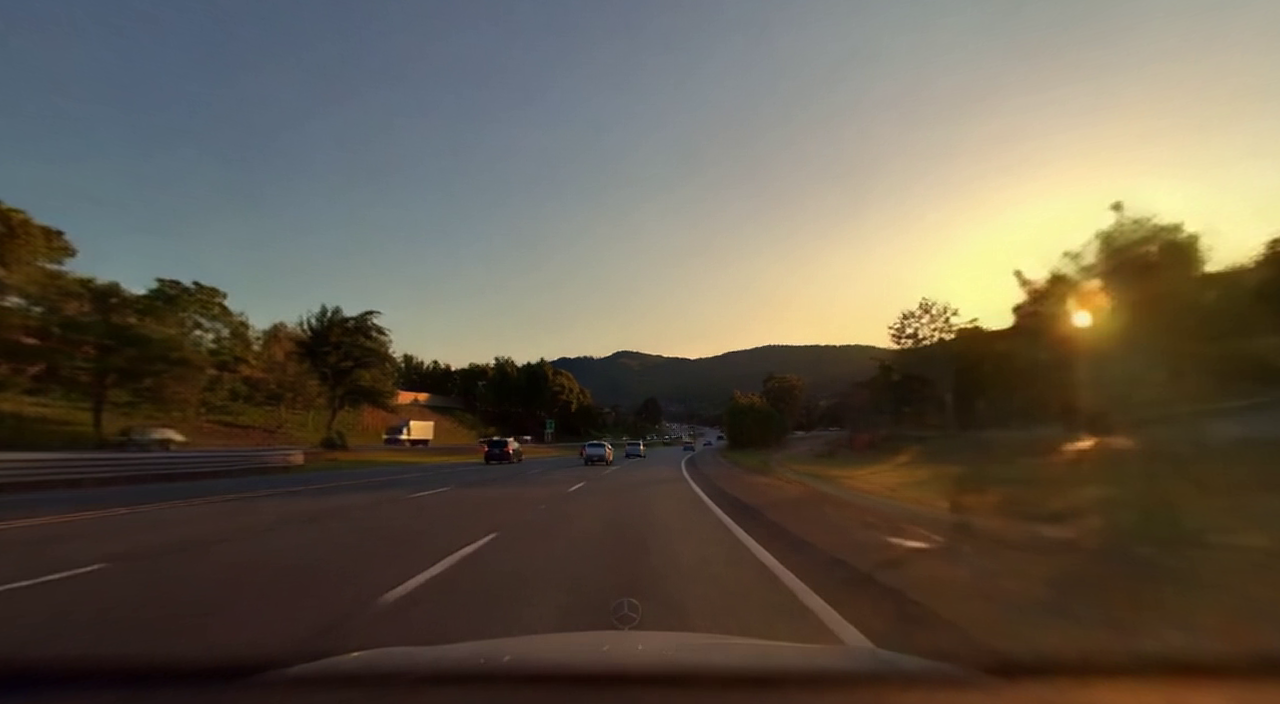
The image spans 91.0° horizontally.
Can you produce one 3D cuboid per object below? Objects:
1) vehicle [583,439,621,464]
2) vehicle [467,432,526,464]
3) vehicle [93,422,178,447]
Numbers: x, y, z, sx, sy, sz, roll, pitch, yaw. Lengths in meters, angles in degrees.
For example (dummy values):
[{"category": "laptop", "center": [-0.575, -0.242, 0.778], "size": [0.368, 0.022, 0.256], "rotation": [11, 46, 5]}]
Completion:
[{"category": "vehicle", "center": [-2.585, 6.932, 43.968], "size": [2.035, 1.673, 4.469], "rotation": [0, -9, 4]}, {"category": "vehicle", "center": [-9.490, 6.430, 42.207], "size": [2.264, 1.980, 5.574], "rotation": [0, -9, 4]}, {"category": "vehicle", "center": [-32.394, 5.363, 40.606], "size": [1.808, 1.511, 4.342], "rotation": [0, -9, 1]}]
